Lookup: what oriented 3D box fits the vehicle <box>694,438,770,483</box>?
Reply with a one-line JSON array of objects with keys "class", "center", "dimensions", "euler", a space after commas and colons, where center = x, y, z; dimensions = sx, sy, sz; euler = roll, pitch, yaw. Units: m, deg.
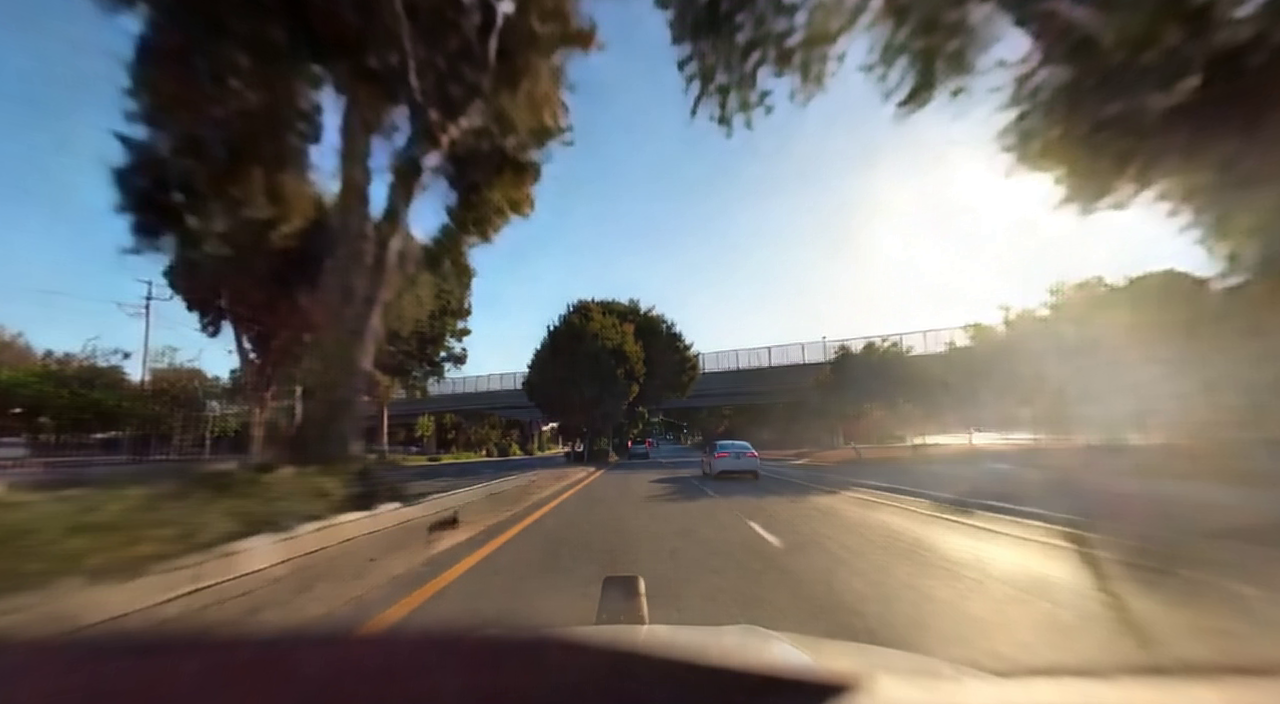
[{"class": "vehicle", "center": [3.303, 3.987, 23.520], "dimensions": [2.062, 1.484, 4.332], "euler": [0, -8, -1]}]
